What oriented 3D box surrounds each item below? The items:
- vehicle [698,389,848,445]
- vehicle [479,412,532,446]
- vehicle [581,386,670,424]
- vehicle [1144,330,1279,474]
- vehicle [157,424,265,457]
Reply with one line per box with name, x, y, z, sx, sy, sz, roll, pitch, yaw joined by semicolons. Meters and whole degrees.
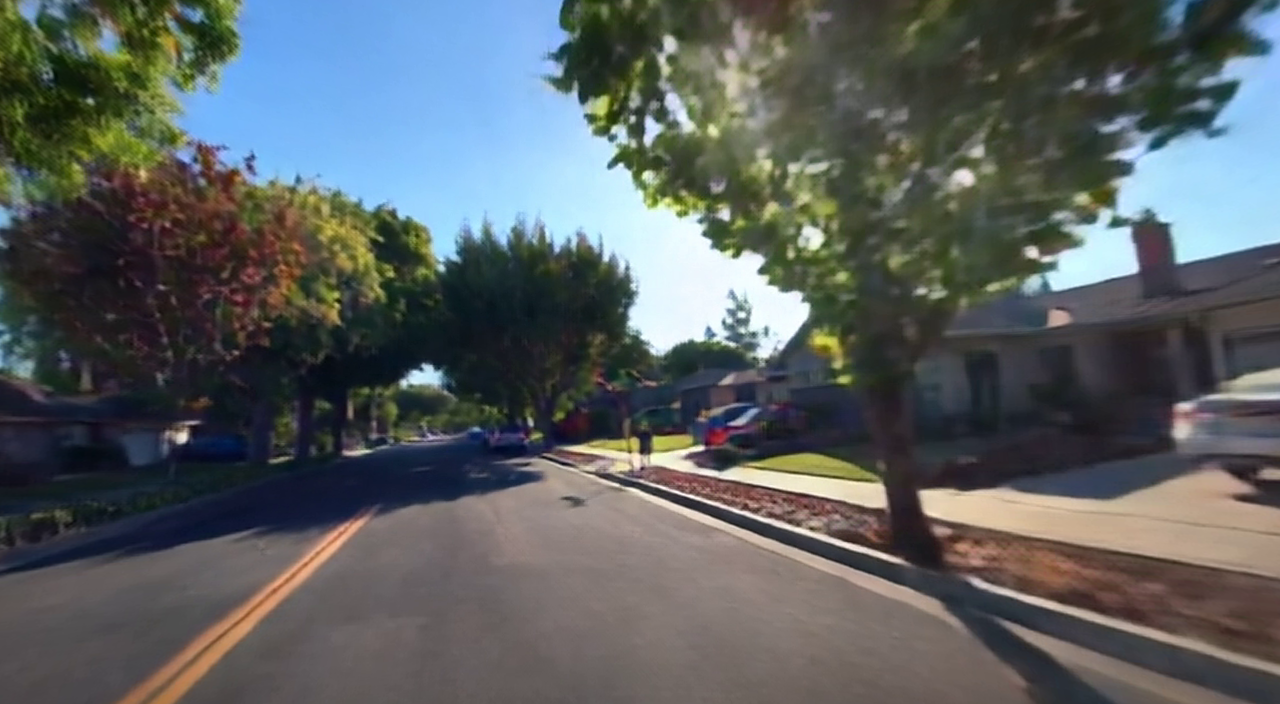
vehicle;4.202;2.132;20.220;4.230;1.666;1.978;2;-8;-15
vehicle;-6.638;3.805;30.846;2.009;1.506;4.698;2;-8;-17
vehicle;-0.926;3.179;37.877;4.861;1.911;2.181;0;-12;-16
vehicle;8.856;0.652;7.593;4.569;1.499;1.917;2;-8;-15
vehicle;-24.088;4.996;35.701;4.511;1.809;2.018;2;-8;-15
